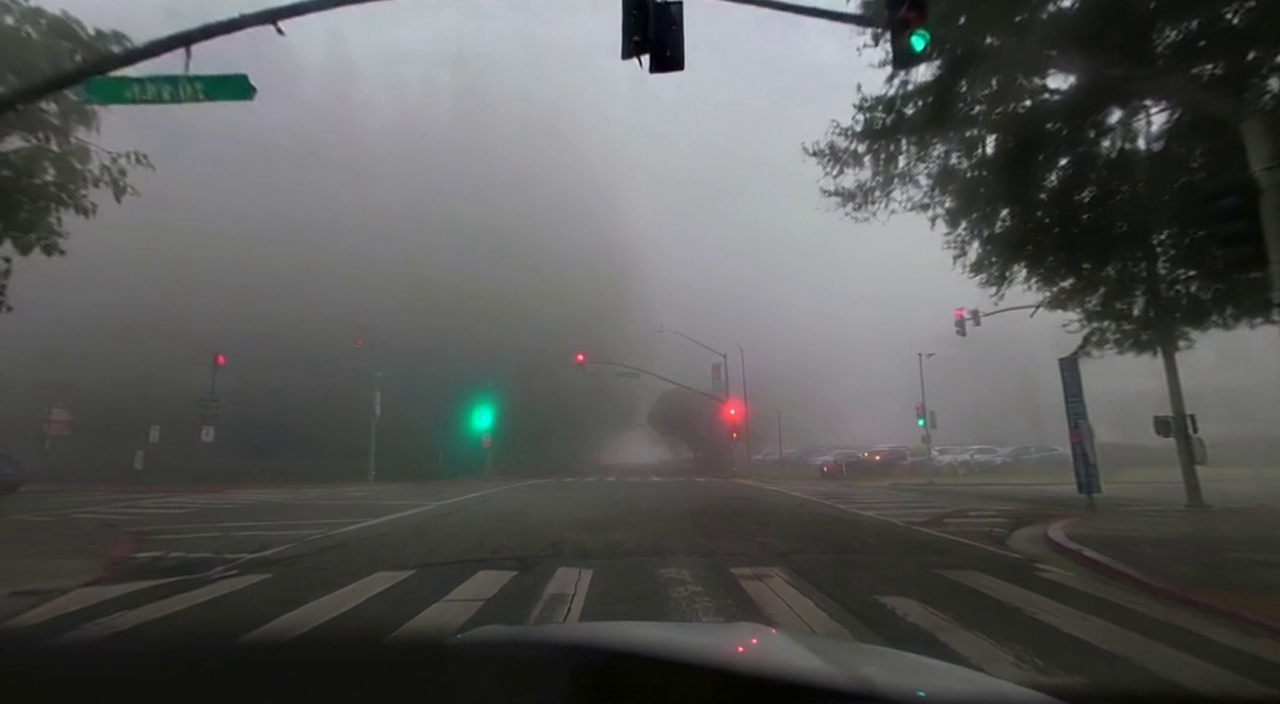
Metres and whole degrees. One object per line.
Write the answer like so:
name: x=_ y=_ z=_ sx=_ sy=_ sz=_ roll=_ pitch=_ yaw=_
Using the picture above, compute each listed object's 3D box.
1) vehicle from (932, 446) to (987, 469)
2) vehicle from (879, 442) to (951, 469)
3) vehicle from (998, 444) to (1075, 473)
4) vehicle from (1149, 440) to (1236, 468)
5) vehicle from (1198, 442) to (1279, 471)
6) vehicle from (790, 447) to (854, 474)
vehicle: x=21.880 y=7.211 z=43.074 sx=1.923 sy=1.463 sz=3.758 roll=-1 pitch=-8 yaw=3
vehicle: x=16.966 y=6.346 z=38.595 sx=4.522 sy=1.546 sz=1.941 roll=6 pitch=-11 yaw=-35
vehicle: x=20.975 y=5.614 z=33.315 sx=1.851 sy=1.388 sz=3.475 roll=0 pitch=-8 yaw=1
vehicle: x=29.022 y=5.363 z=33.026 sx=1.591 sy=1.332 sz=3.202 roll=-2 pitch=-9 yaw=1
vehicle: x=31.444 y=5.421 z=32.669 sx=1.612 sy=1.402 sz=3.320 roll=-1 pitch=-9 yaw=0
vehicle: x=11.160 y=6.597 z=38.184 sx=1.955 sy=1.508 sz=4.295 roll=-8 pitch=-12 yaw=42
